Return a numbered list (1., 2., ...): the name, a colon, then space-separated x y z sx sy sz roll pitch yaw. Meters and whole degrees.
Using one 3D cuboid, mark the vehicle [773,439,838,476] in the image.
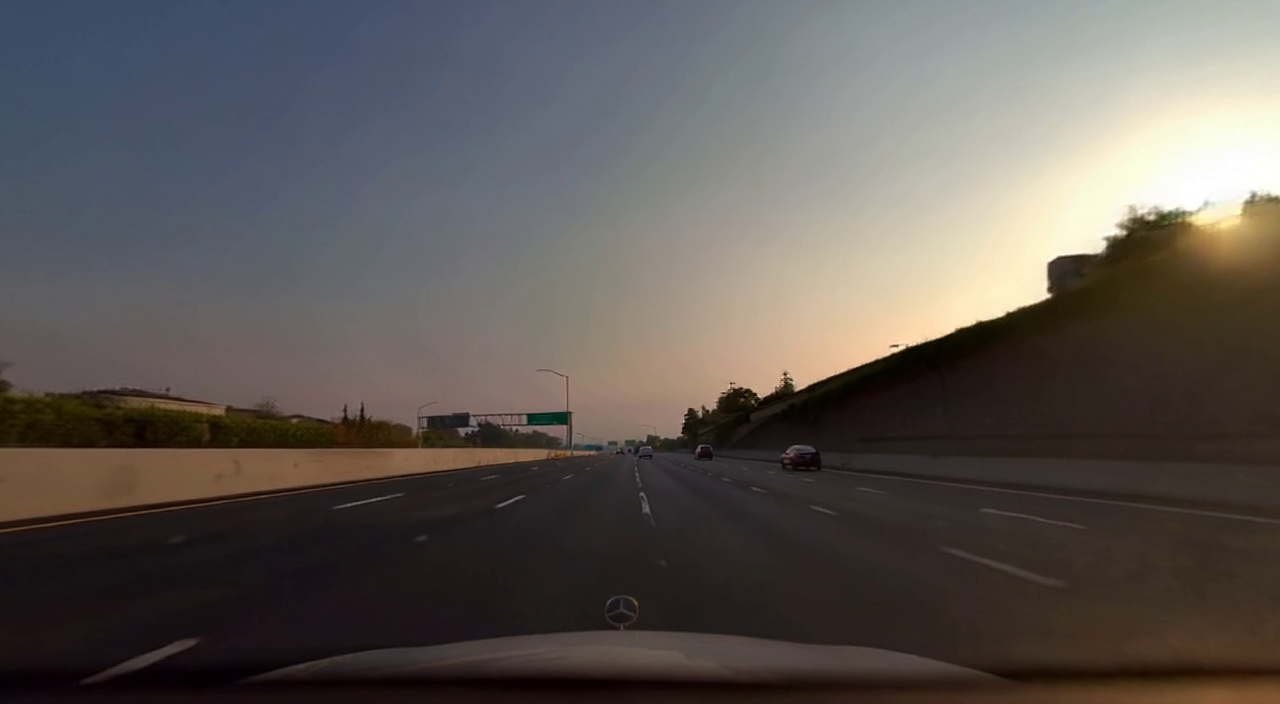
1. vehicle: 8.603 5.537 33.217 2.167 1.781 4.340 0 -9 -1
